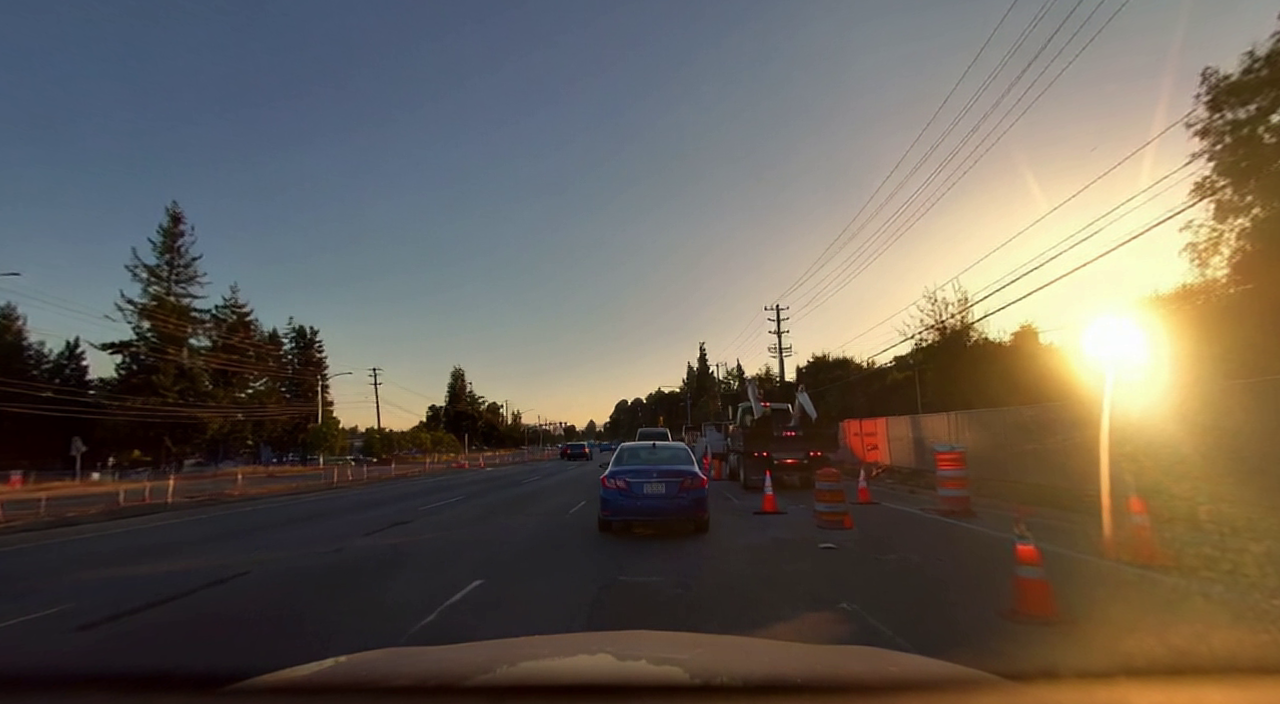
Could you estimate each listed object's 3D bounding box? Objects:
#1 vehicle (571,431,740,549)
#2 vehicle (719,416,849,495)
[{"bbox_3d":[0.201,2.059,10.142,2.128,1.473,4.272,0,-8,0],"label":"vehicle"},{"bbox_3d":[4.104,3.141,19.437,2.555,2.017,6.201,0,-8,0],"label":"vehicle"}]
